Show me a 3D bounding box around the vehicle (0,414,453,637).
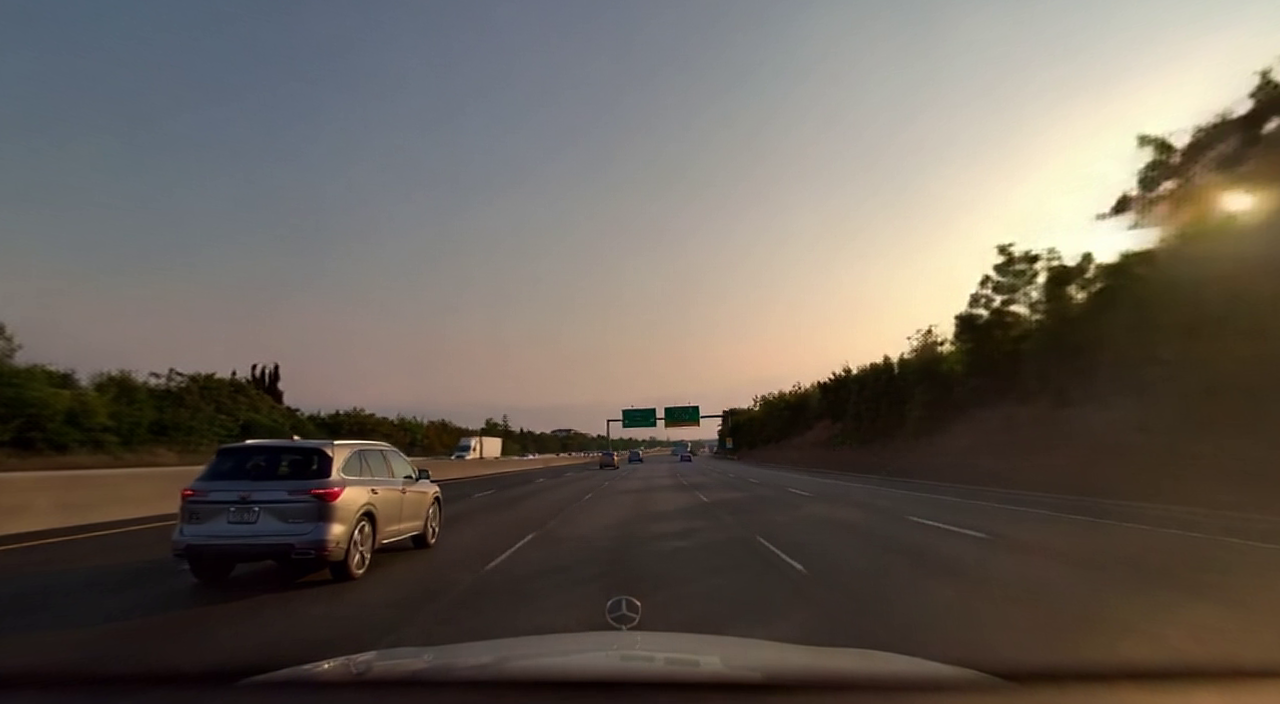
[{"bbox_3d":[-3.698,1.594,6.786,2.016,1.623,4.126,0,-9,1],"label":"vehicle"}]
